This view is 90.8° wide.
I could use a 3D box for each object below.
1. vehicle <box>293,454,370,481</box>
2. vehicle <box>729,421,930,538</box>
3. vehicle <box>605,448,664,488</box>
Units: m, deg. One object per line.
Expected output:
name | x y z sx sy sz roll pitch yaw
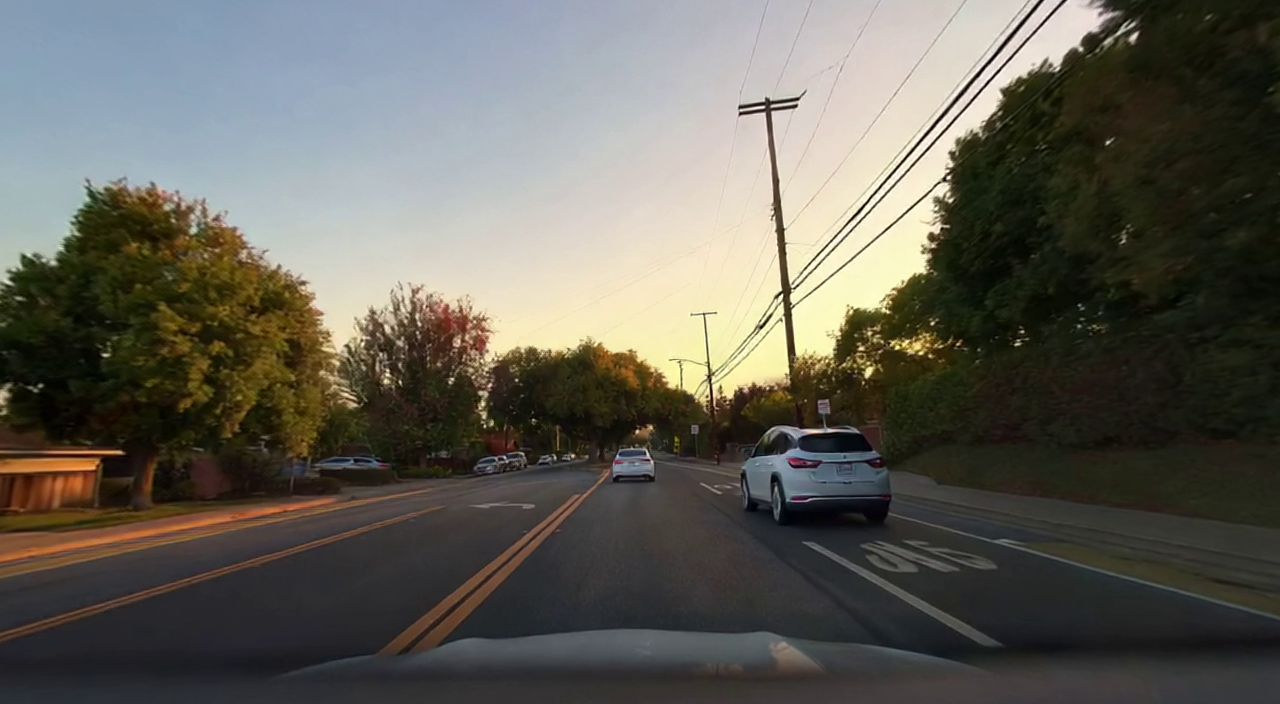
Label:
vehicle | -21.087 7.910 43.307 4.240 1.717 2.043 0 -8 -2
vehicle | 3.249 2.307 12.098 2.200 1.763 4.676 0 -9 -3
vehicle | -0.225 4.593 25.413 2.196 1.449 4.006 0 -9 0
